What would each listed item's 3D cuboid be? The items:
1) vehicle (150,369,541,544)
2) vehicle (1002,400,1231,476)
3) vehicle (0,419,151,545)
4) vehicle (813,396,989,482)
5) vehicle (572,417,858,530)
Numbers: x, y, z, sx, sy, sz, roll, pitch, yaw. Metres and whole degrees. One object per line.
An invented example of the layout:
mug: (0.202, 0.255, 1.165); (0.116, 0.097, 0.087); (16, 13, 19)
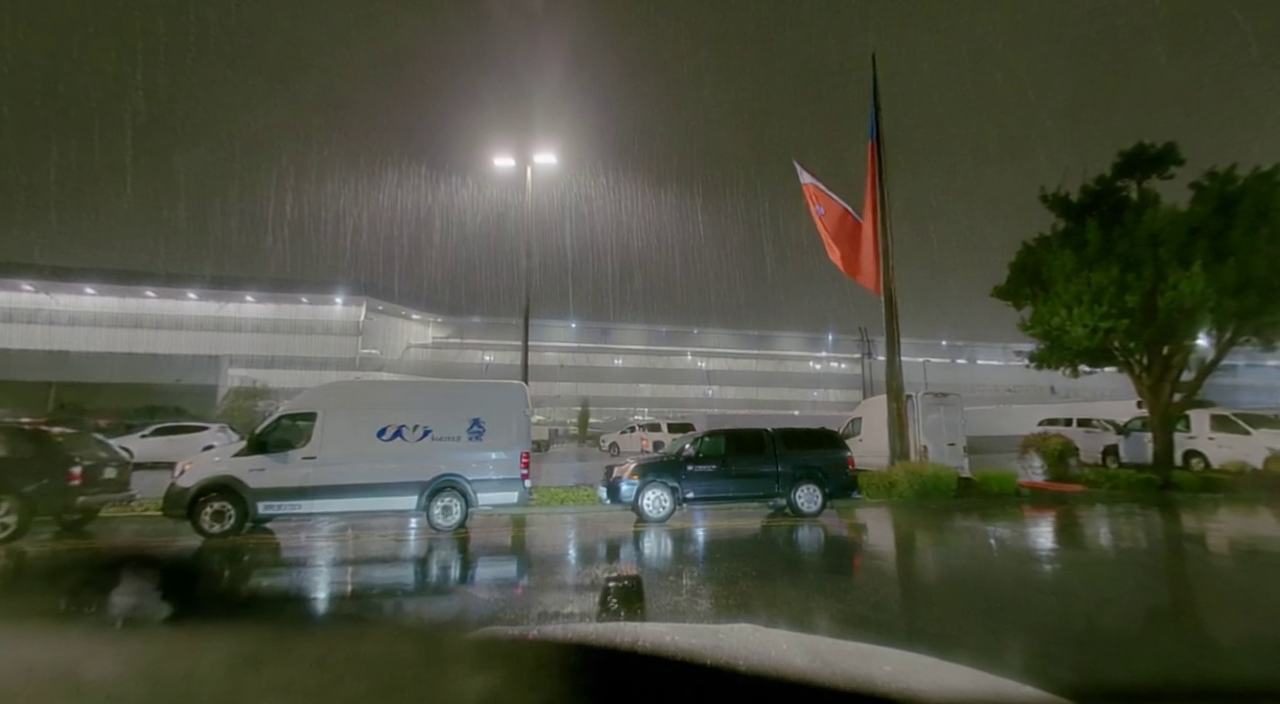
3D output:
vehicle: (-4.846, 1.830, 11.479); (5.899, 2.757, 2.257); (1, -8, -6)
vehicle: (15.767, 2.954, 21.699); (2.228, 2.126, 6.632); (-1, -8, -5)
vehicle: (-12.588, 2.179, 10.819); (6.311, 1.951, 2.161); (1, -8, -6)
vehicle: (7.939, 2.791, 20.209); (2.491, 2.324, 5.986); (1, -8, -6)
vehicle: (1.244, 2.224, 11.959); (4.992, 1.894, 2.043); (1, -8, -7)
